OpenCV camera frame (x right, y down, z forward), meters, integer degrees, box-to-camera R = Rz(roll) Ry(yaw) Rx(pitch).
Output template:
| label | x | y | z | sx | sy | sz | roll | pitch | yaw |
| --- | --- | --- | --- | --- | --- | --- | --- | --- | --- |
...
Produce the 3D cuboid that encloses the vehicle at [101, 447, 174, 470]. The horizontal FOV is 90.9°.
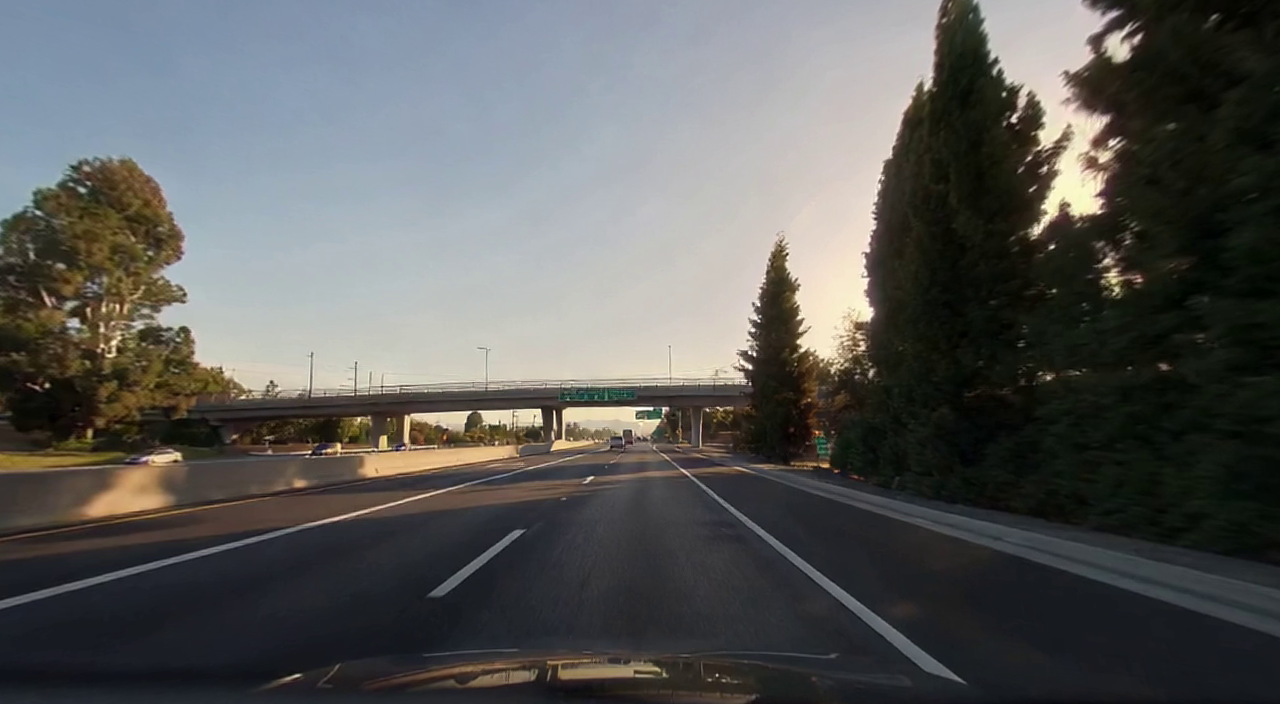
| label | x | y | z | sx | sy | sz | roll | pitch | yaw |
| --- | --- | --- | --- | --- | --- | --- | --- | --- | --- |
| vehicle | -39.341 | 8.353 | 49.559 | 1.935 | 1.689 | 4.594 | 0 | -8 | 0 |
